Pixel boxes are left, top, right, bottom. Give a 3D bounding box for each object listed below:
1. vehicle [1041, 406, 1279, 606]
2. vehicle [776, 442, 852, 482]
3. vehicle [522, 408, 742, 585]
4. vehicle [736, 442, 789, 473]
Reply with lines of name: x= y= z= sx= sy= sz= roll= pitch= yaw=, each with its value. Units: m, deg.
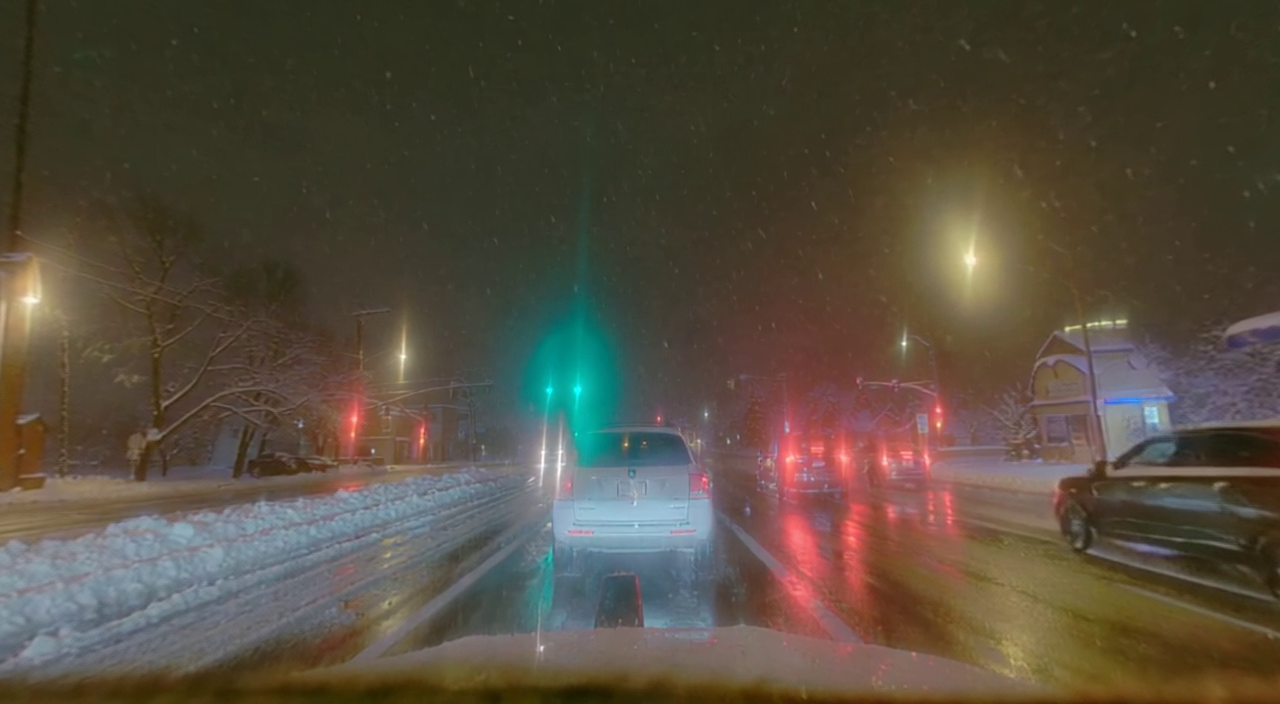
vehicle: x=6.403 y=1.410 z=6.077 sx=2.072 sy=1.652 sz=4.611 roll=0 pitch=-8 yaw=1
vehicle: x=6.855 y=4.380 z=25.285 sx=1.833 sy=1.452 sz=4.237 roll=0 pitch=-8 yaw=0
vehicle: x=-0.062 y=1.693 z=8.119 sx=2.115 sy=1.700 sz=3.901 roll=0 pitch=-8 yaw=1
vehicle: x=6.259 y=5.453 z=32.635 sx=1.961 sy=1.477 sz=4.454 roll=0 pitch=-9 yaw=2
